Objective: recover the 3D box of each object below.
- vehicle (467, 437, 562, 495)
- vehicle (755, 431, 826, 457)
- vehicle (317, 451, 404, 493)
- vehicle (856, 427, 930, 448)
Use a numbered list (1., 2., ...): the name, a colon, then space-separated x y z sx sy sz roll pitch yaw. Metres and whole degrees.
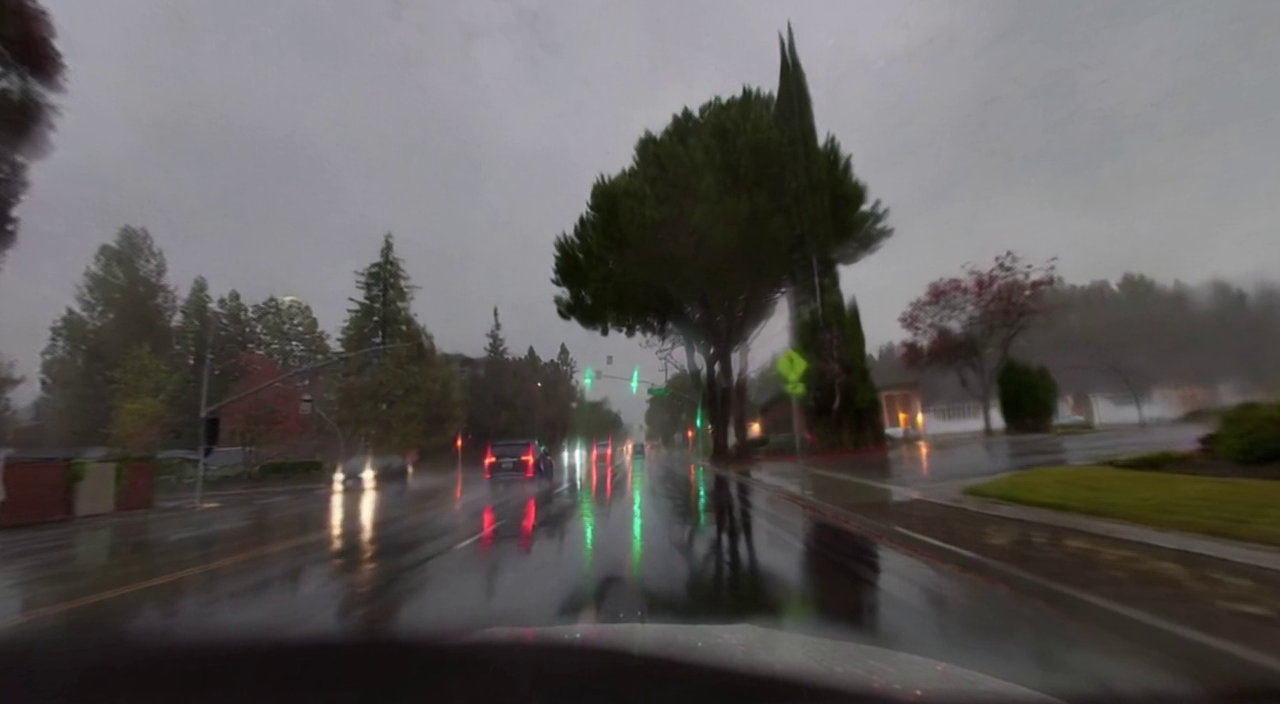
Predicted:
1. vehicle: -4.011 3.727 21.133 2.169 1.706 4.638 -1 -8 1
2. vehicle: 11.089 6.825 46.861 4.817 1.789 2.010 -1 -9 6
3. vehicle: -13.894 5.953 31.792 2.140 1.824 4.913 -2 -8 0
4. vehicle: 19.744 6.719 49.508 4.954 1.458 1.951 1 -9 2
